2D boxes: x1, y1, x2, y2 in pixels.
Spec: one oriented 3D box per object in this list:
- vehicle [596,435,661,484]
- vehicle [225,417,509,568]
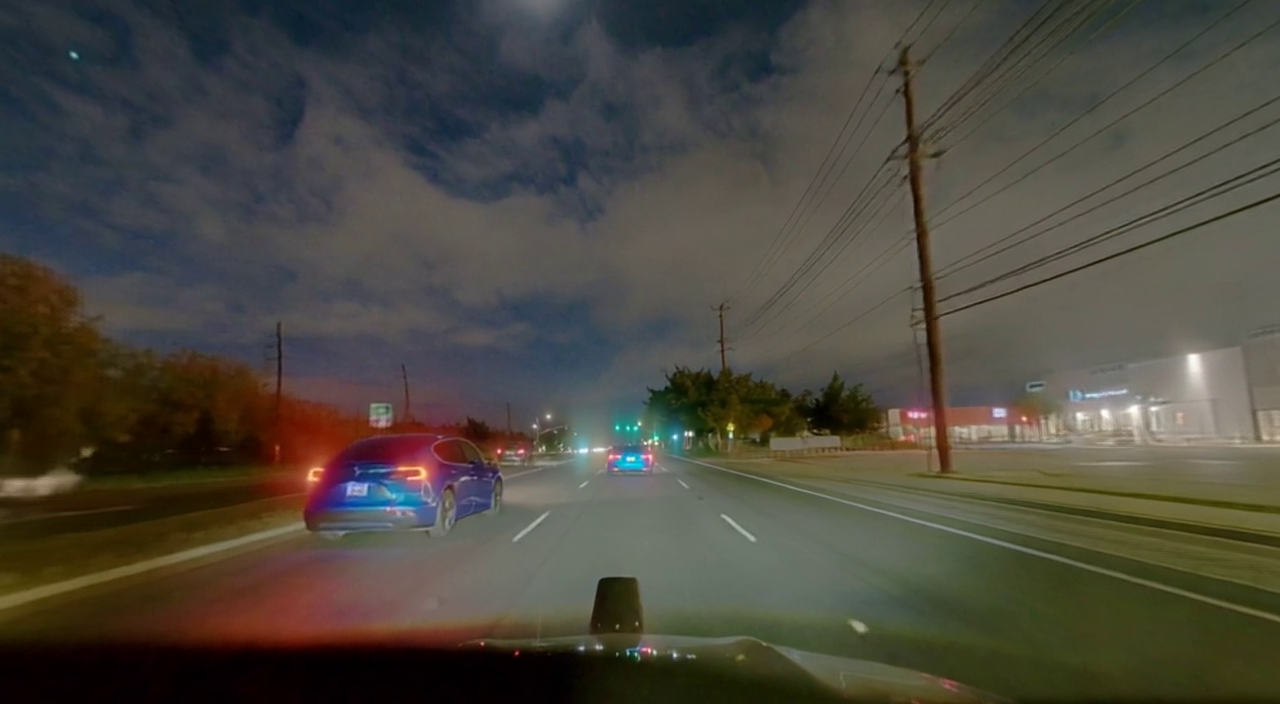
[{"bbox_3d":[-0.398,3.951,23.582,2.189,1.652,4.135,0,-8,0],"label":"vehicle"},{"bbox_3d":[-3.456,1.878,9.319,1.985,1.607,4.892,0,-8,0],"label":"vehicle"}]
